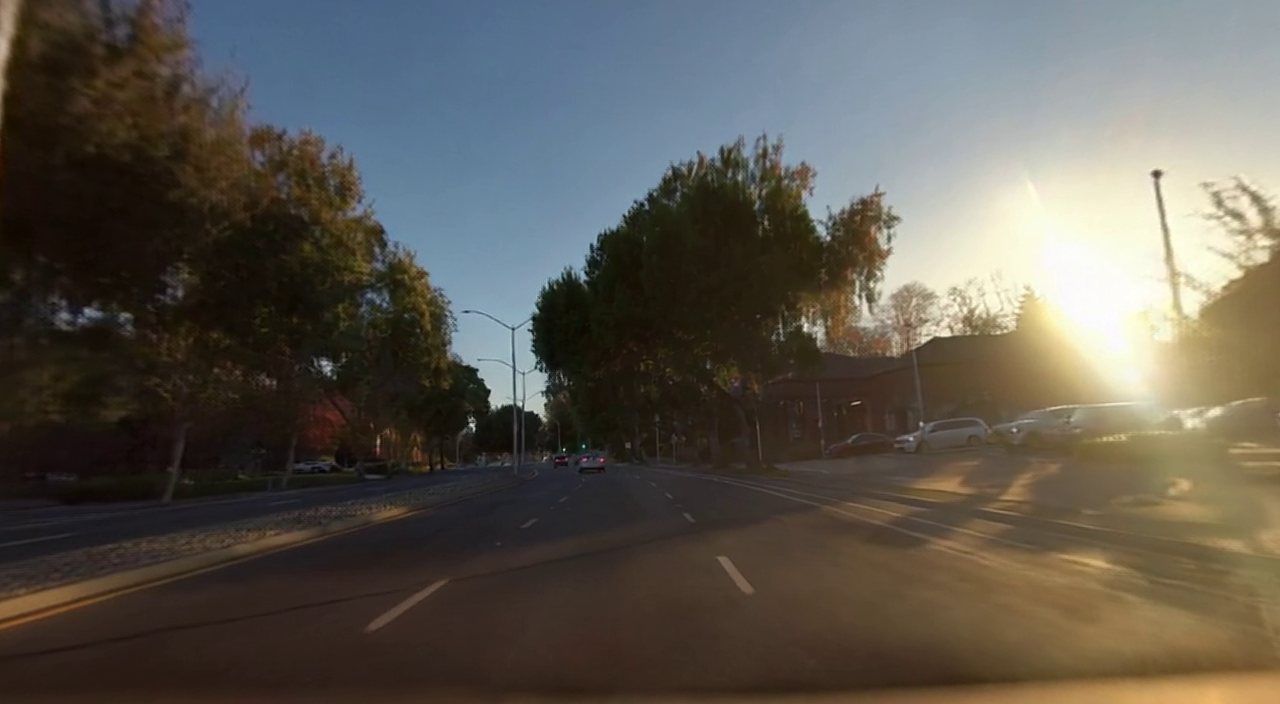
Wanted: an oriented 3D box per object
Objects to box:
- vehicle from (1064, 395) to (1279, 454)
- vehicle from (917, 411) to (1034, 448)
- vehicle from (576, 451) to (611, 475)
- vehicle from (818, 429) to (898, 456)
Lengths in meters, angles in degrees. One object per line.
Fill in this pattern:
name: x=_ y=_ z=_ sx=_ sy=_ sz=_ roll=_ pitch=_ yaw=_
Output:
vehicle: x=15.332 y=2.116 z=18.233 sx=4.742 sy=1.602 sz=1.999 roll=0 pitch=-8 yaw=-2
vehicle: x=15.566 y=3.634 z=29.468 sx=4.297 sy=1.632 sz=1.977 roll=0 pitch=-8 yaw=-1
vehicle: x=-3.436 y=8.016 z=45.829 sx=2.197 sy=1.642 sz=4.312 roll=1 pitch=-9 yaw=-9
vehicle: x=15.622 y=6.491 z=45.423 sx=4.922 sy=1.749 sz=2.145 roll=-2 pitch=-6 yaw=2
